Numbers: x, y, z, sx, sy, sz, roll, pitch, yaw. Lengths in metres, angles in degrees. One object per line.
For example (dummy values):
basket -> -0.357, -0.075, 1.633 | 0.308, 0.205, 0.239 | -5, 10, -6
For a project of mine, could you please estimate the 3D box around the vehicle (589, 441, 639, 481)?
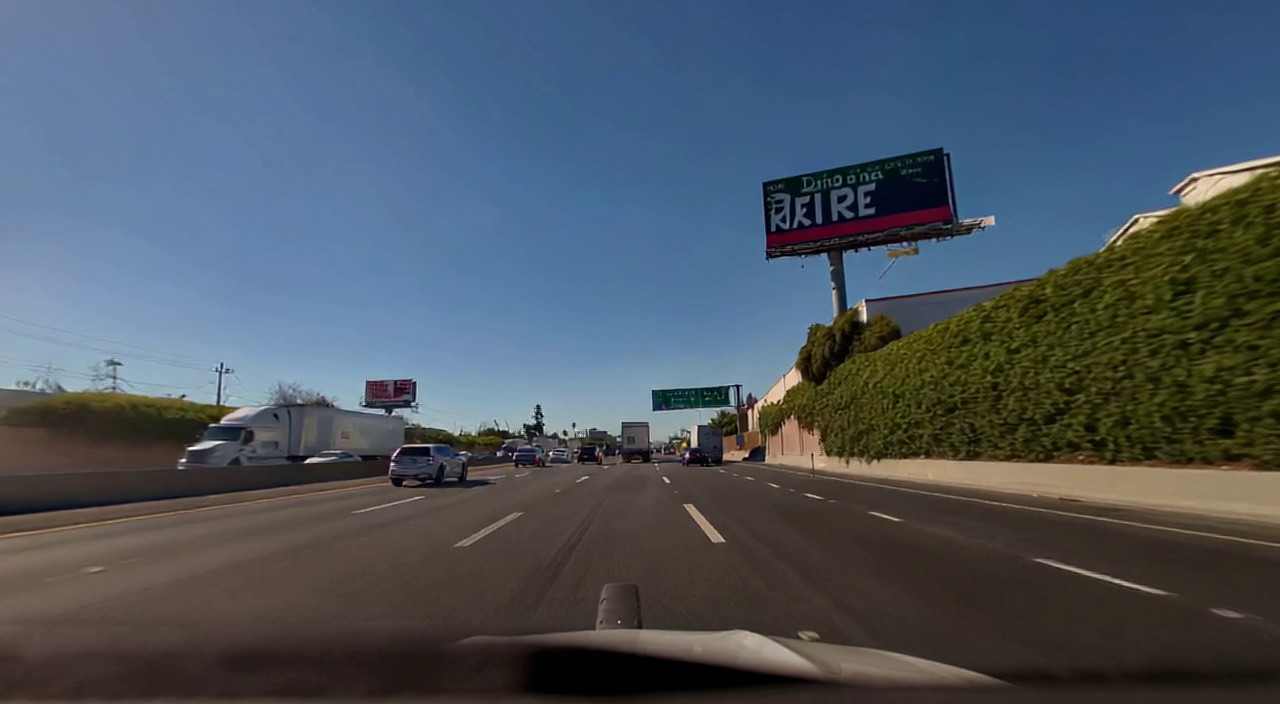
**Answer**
vehicle -> -1.222, 4.948, 28.999 | 2.132, 1.679, 4.045 | 0, -9, -3

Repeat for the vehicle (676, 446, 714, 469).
vehicle -> 3.682, 7.132, 42.959 | 2.015, 1.462, 4.691 | 0, -9, -2

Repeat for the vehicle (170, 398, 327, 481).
vehicle -> -20.816, 4.810, 34.475 | 3.029, 3.918, 8.325 | 0, -9, 1

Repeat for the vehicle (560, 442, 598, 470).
vehicle -> -4.205, 7.248, 44.330 | 2.167, 1.780, 4.847 | 0, -9, 0

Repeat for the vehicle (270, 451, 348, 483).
vehicle -> -16.552, 5.746, 31.896 | 1.801, 1.429, 3.939 | 0, -9, 0

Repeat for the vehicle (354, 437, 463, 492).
vehicle -> -8.034, 3.945, 22.499 | 2.129, 1.717, 4.593 | 0, -9, 0
